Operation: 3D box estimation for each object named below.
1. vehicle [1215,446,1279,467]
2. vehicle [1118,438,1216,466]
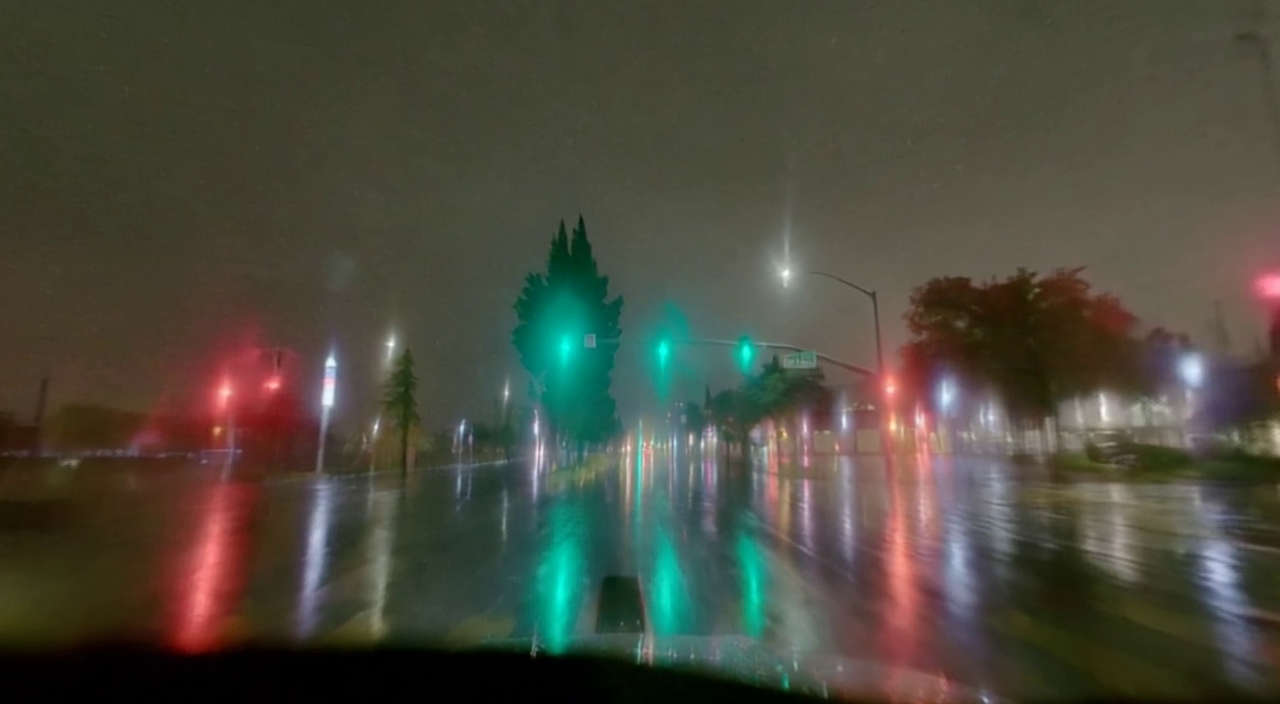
[{"bbox_3d":[46.709,7.977,48.279,4.083,1.466,1.972,2,-10,-14],"label":"vehicle"},{"bbox_3d":[34.444,6.543,41.389,4.520,1.812,2.015,0,-9,0],"label":"vehicle"}]
